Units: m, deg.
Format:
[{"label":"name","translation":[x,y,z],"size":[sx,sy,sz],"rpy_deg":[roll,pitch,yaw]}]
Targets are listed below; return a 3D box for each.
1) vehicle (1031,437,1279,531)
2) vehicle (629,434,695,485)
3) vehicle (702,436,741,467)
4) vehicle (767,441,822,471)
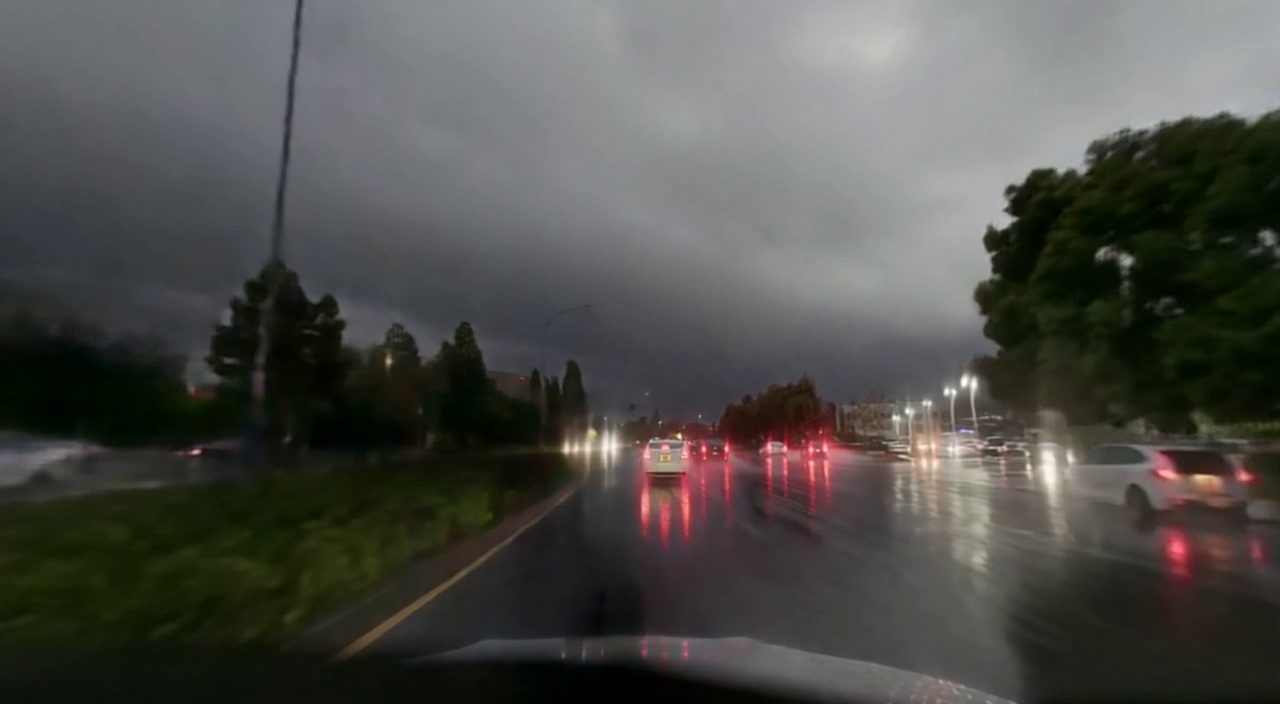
[{"label":"vehicle","translation":[11.423,2.819,14.202],"size":[2.106,1.719,4.830],"rpy_deg":[0,-8,0]},{"label":"vehicle","translation":[0.739,3.801,22.564],"size":[2.145,1.603,4.369],"rpy_deg":[0,-8,1]},{"label":"vehicle","translation":[5.052,6.225,39.575],"size":[1.976,1.796,4.159],"rpy_deg":[0,-8,2]},{"label":"vehicle","translation":[8.187,5.529,33.755],"size":[1.928,1.488,4.361],"rpy_deg":[0,-8,1]}]
